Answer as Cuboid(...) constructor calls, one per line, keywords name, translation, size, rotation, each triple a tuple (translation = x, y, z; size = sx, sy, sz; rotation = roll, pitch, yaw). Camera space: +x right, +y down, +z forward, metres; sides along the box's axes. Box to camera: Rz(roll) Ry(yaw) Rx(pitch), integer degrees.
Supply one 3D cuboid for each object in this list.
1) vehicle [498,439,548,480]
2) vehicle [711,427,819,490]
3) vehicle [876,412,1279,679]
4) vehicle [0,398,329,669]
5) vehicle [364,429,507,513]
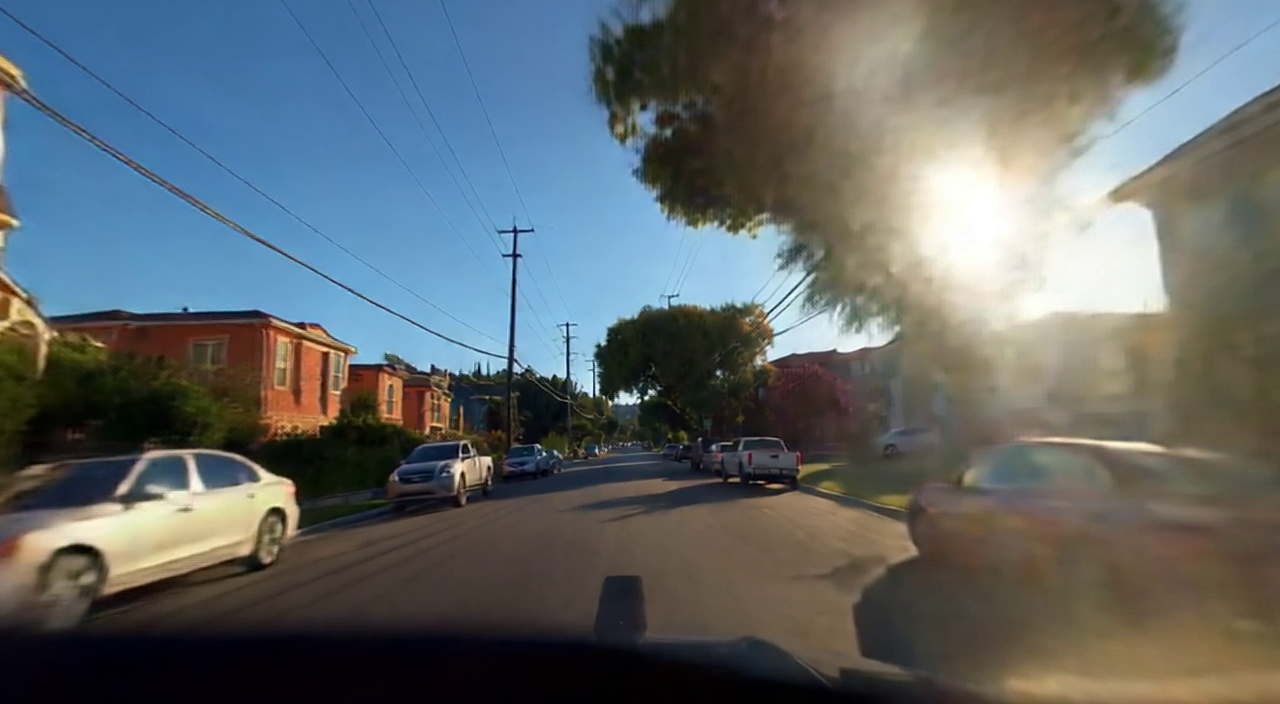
Cuboid(name="vehicle", translation=(-5.895, 5.430, 32.369), size=(2.046, 1.825, 4.627), rotation=(-3, -7, -6))
Cuboid(name="vehicle", translation=(4.018, 3.551, 21.476), size=(2.279, 1.848, 5.577), rotation=(0, -8, -3))
Cuboid(name="vehicle", translation=(4.226, 1.435, 5.989), size=(2.051, 1.479, 4.758), rotation=(0, -8, -1))
Cuboid(name="vehicle", translation=(-5.428, 1.592, 6.514), size=(1.955, 1.844, 5.109), rotation=(-3, -8, -1))
Cuboid(name="vehicle", translation=(-5.601, 3.303, 18.283), size=(2.285, 1.895, 5.883), rotation=(-3, -8, -1))
